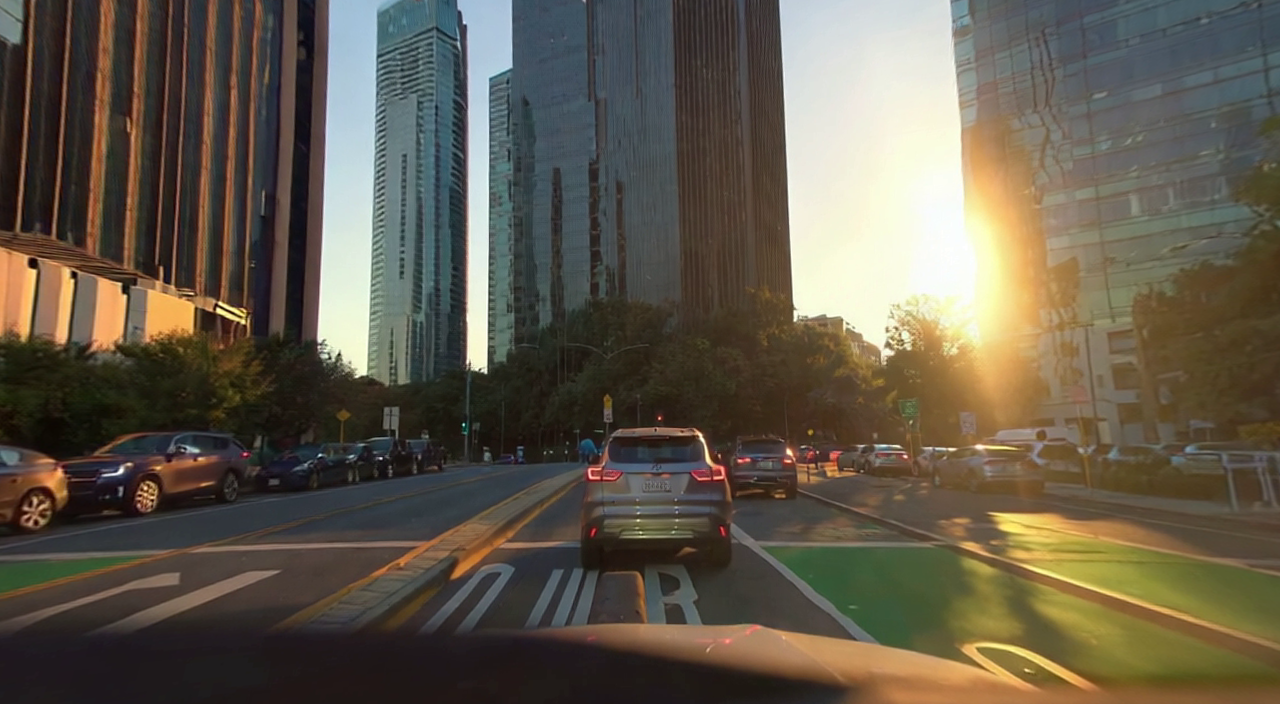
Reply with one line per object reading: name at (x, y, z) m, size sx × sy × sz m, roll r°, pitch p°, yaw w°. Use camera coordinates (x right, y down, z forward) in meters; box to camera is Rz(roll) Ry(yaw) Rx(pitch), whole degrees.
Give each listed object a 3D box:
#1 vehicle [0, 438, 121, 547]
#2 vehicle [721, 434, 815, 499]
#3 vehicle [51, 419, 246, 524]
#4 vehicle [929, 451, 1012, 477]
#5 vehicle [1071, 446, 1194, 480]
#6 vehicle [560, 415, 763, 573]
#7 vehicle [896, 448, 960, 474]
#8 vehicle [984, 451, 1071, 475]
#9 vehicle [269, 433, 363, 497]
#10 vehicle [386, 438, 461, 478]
vehicle at (-9.967, 1.972, 8.853) m, size 1.844 × 1.524 × 4.371 m, roll 0°, pitch -8°, yaw -4°
vehicle at (3.876, 3.546, 20.021) m, size 2.143 × 1.793 × 4.763 m, roll 0°, pitch -8°, yaw 3°
vehicle at (-10.319, 2.487, 13.635) m, size 1.543 × 1.946 × 3.454 m, roll 1°, pitch -8°, yaw -5°
vehicle at (23.683, 7.995, 45.330) m, size 4.956 × 1.706 × 1.822 m, roll -6°, pitch -10°, yaw 34°
vehicle at (31.197, 7.020, 40.274) m, size 5.890 × 1.996 × 2.155 m, roll -6°, pitch -10°, yaw 35°
vehicle at (0.280, 1.850, 9.003) m, size 2.192 × 1.695 × 4.142 m, roll 0°, pitch -8°, yaw 1°
vehicle at (22.766, 8.595, 49.979) m, size 4.211 × 1.820 × 2.094 m, roll -4°, pitch -10°, yaw 33°
vehicle at (28.320, 8.065, 46.220) m, size 5.153 × 1.626 × 1.895 m, roll -6°, pitch -11°, yaw 36°
vehicle at (-10.942, 3.809, 21.620) m, size 1.559 × 1.973 × 3.419 m, roll 0°, pitch -8°, yaw -4°
vehicle at (-11.640, 5.724, 34.517) m, size 2.338 × 1.963 × 5.740 m, roll 0°, pitch -8°, yaw -3°
